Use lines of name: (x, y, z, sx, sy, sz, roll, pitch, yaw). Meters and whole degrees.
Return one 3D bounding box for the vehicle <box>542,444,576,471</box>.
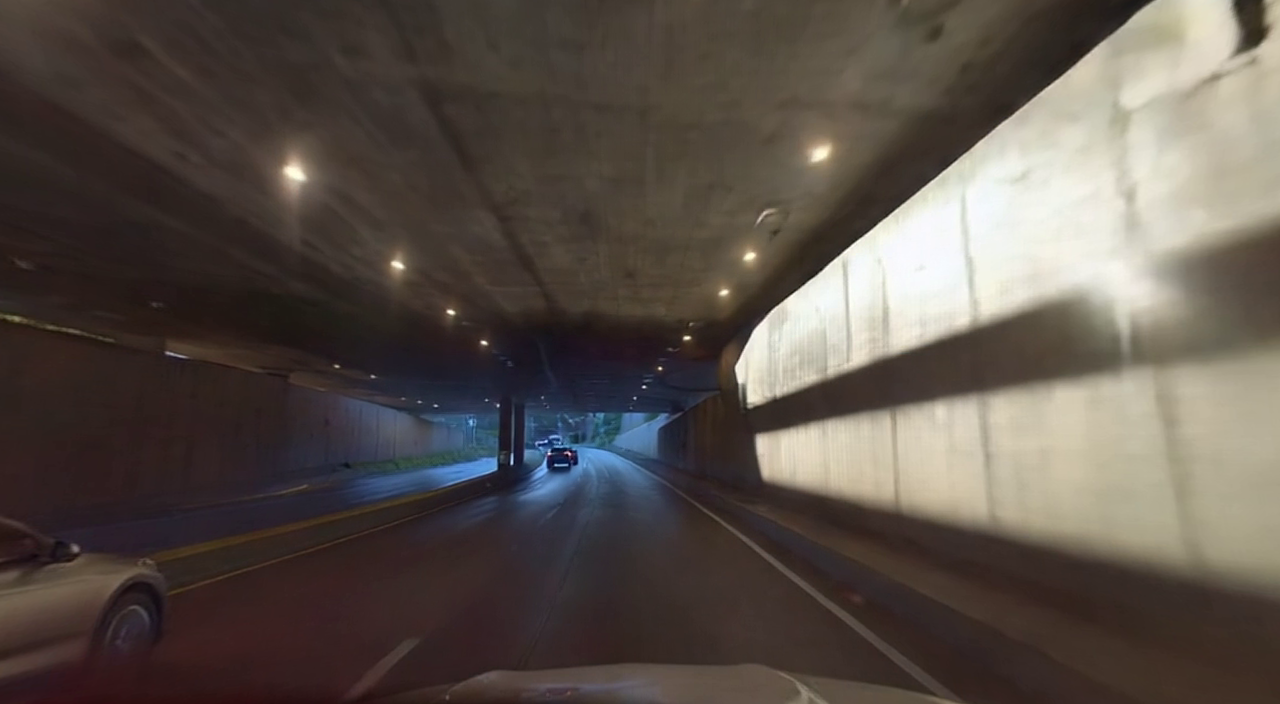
vehicle: (-5.479, 7.186, 43.255, 1.961, 1.725, 4.315, 0, -9, -3)
